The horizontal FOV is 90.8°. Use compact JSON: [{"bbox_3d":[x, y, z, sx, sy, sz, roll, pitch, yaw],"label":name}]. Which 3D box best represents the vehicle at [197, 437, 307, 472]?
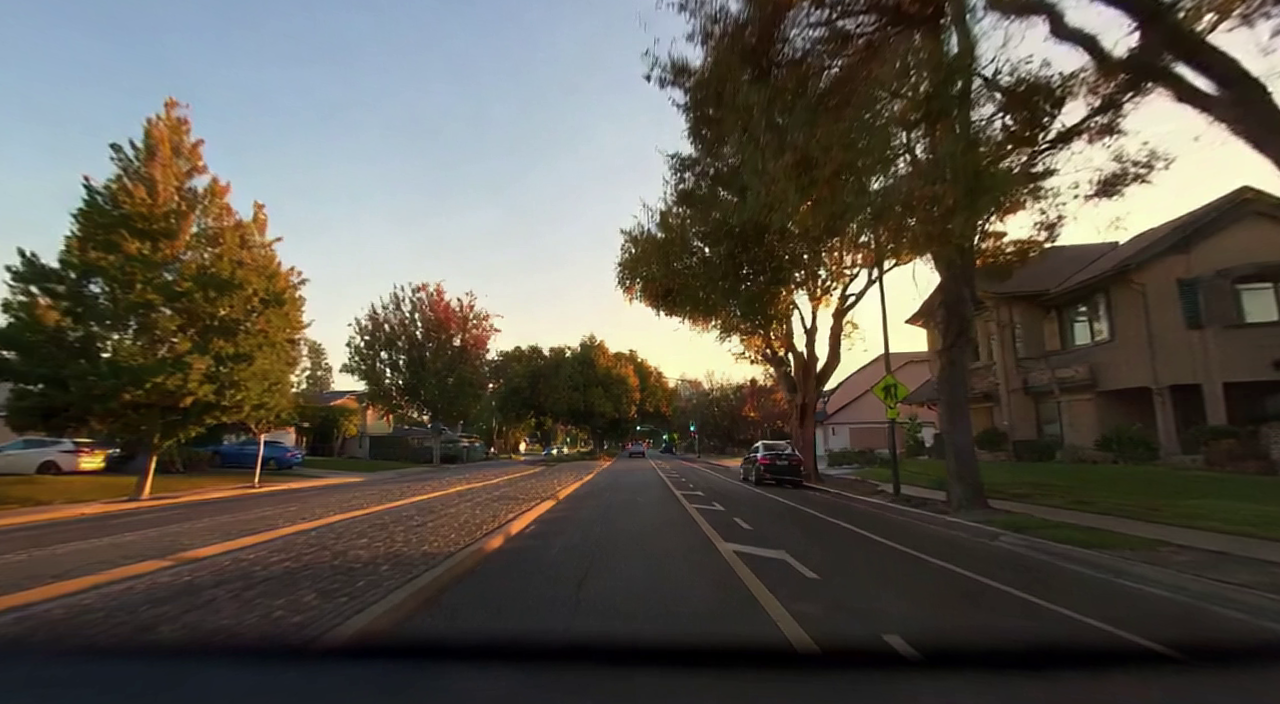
[{"bbox_3d":[-21.288,5.627,34.822,4.666,1.677,1.978,3,-9,-2],"label":"vehicle"}]

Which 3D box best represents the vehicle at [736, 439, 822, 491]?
[{"bbox_3d":[4.810,3.984,22.653,1.967,1.631,4.692,0,-8,-1],"label":"vehicle"}]
